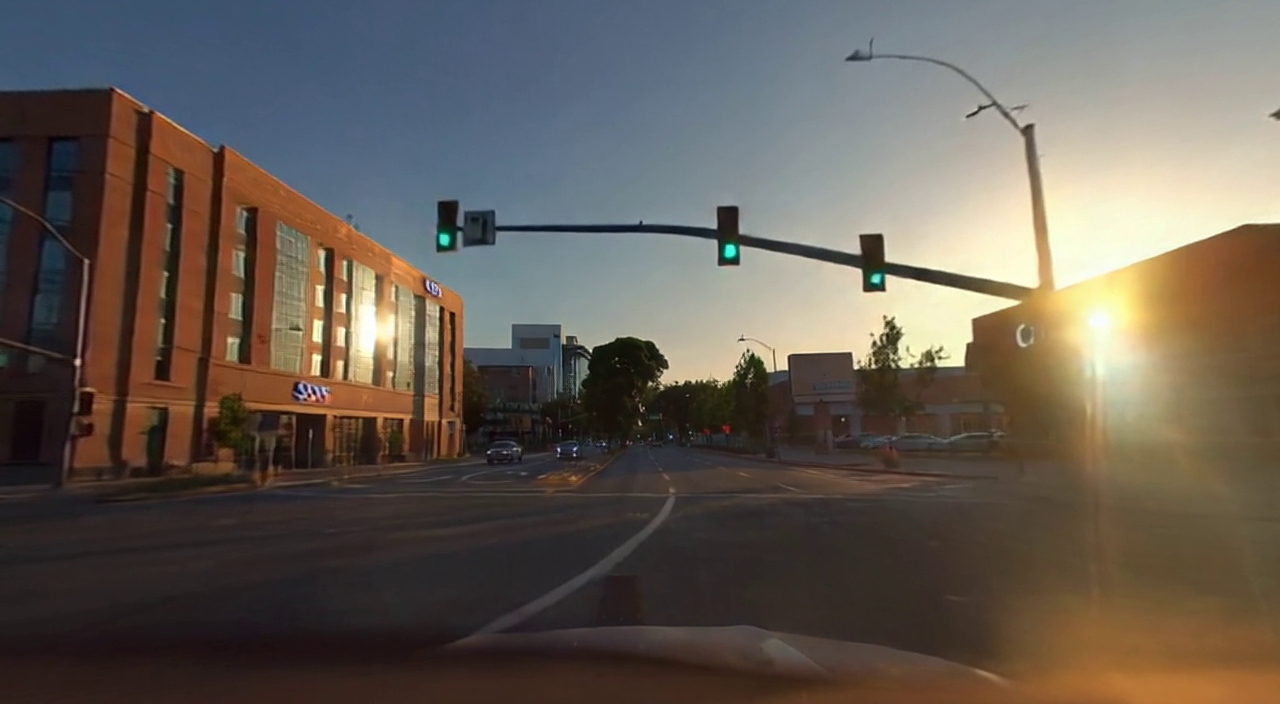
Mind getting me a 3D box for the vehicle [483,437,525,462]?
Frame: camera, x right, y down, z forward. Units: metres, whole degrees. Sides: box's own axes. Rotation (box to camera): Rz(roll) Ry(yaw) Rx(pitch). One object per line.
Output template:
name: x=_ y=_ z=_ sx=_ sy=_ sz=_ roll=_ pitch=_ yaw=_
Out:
vehicle: x=-9.717 y=7.017 z=45.411 sx=1.954 sy=1.694 sz=4.310 roll=-1 pitch=-8 yaw=2
